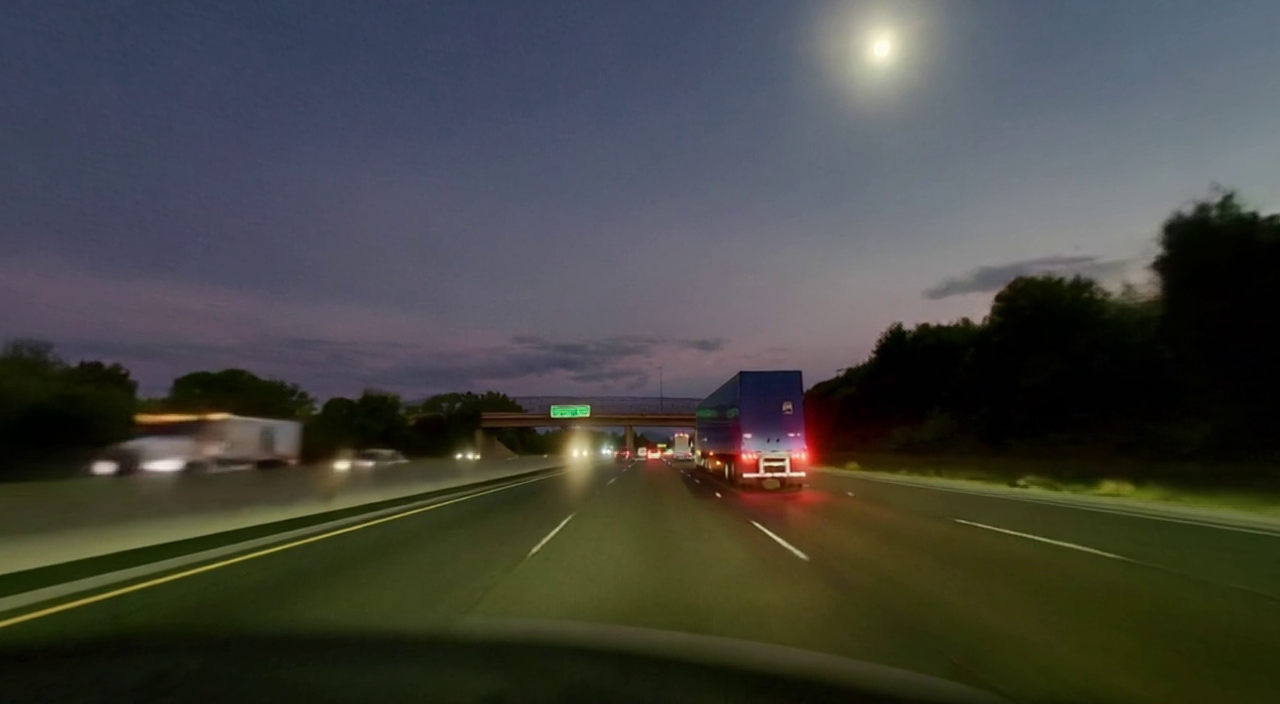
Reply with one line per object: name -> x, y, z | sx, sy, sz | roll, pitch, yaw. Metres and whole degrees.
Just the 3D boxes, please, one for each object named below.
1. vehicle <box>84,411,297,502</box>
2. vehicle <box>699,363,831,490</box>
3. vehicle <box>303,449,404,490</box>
vehicle -> -14.301, 3.402, 20.814 | 2.326, 2.525, 6.173 | 0, -9, 1
vehicle -> 4.643, 3.438, 27.248 | 2.825, 4.054, 14.210 | 0, -9, 0
vehicle -> -11.028, 4.532, 24.614 | 1.936, 1.444, 4.138 | 0, -9, 1
